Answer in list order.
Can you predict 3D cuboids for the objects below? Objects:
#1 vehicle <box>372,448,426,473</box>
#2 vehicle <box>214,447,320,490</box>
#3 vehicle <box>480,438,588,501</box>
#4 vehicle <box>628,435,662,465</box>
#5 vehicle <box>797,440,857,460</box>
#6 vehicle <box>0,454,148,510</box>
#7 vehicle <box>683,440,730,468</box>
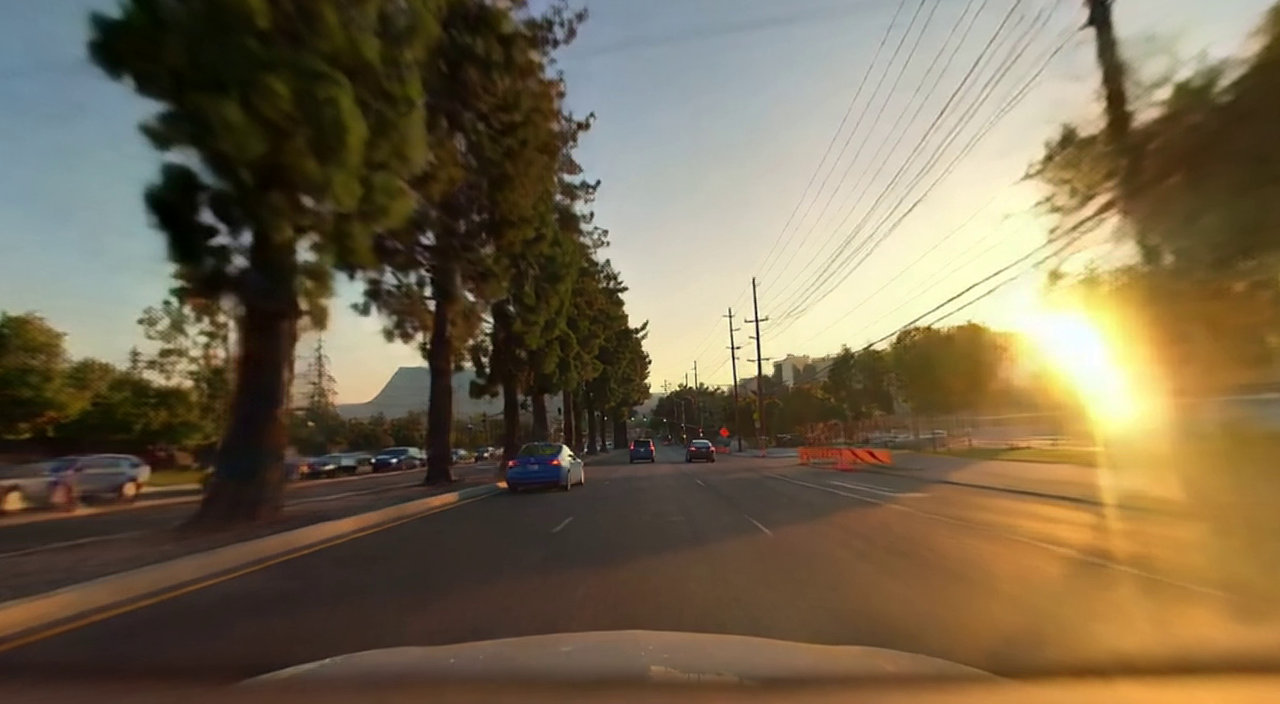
[{"bbox_3d":[-17.292,7.795,45.488,2.036,1.649,4.493,-1,-8,1],"label":"vehicle"},{"bbox_3d":[-16.815,5.241,28.781,2.025,1.712,4.578,-1,-8,0],"label":"vehicle"},{"bbox_3d":[-2.770,3.211,17.759,2.087,1.480,4.825,-1,-8,2],"label":"vehicle"},{"bbox_3d":[0.333,6.381,41.080,2.060,1.845,4.151,-1,-8,1],"label":"vehicle"},{"bbox_3d":[14.694,7.652,49.409,4.677,1.466,1.928,5,-10,-34],"label":"vehicle"},{"bbox_3d":[-20.110,4.499,22.282,1.854,1.685,4.496,0,-8,-2],"label":"vehicle"},{"bbox_3d":[3.680,5.760,35.858,2.142,1.475,4.565,0,-8,0],"label":"vehicle"}]
